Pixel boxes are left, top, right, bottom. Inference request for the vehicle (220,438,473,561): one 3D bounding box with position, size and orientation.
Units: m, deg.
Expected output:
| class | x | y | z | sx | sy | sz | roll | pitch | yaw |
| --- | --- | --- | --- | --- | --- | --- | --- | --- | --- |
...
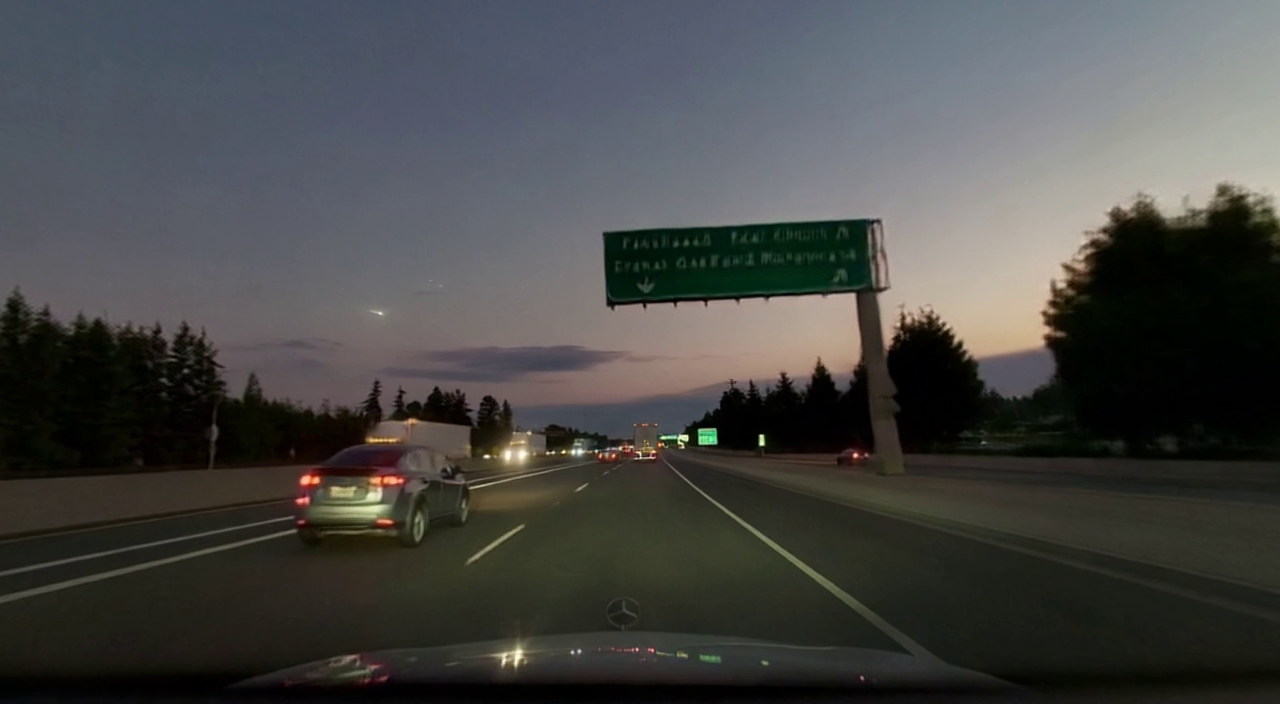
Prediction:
| class | x | y | z | sx | sy | sz | roll | pitch | yaw |
| --- | --- | --- | --- | --- | --- | --- | --- | --- | --- |
| vehicle | -4.168 | 2.126 | 9.841 | 1.945 | 1.488 | 4.043 | 0 | -9 | 1 |
